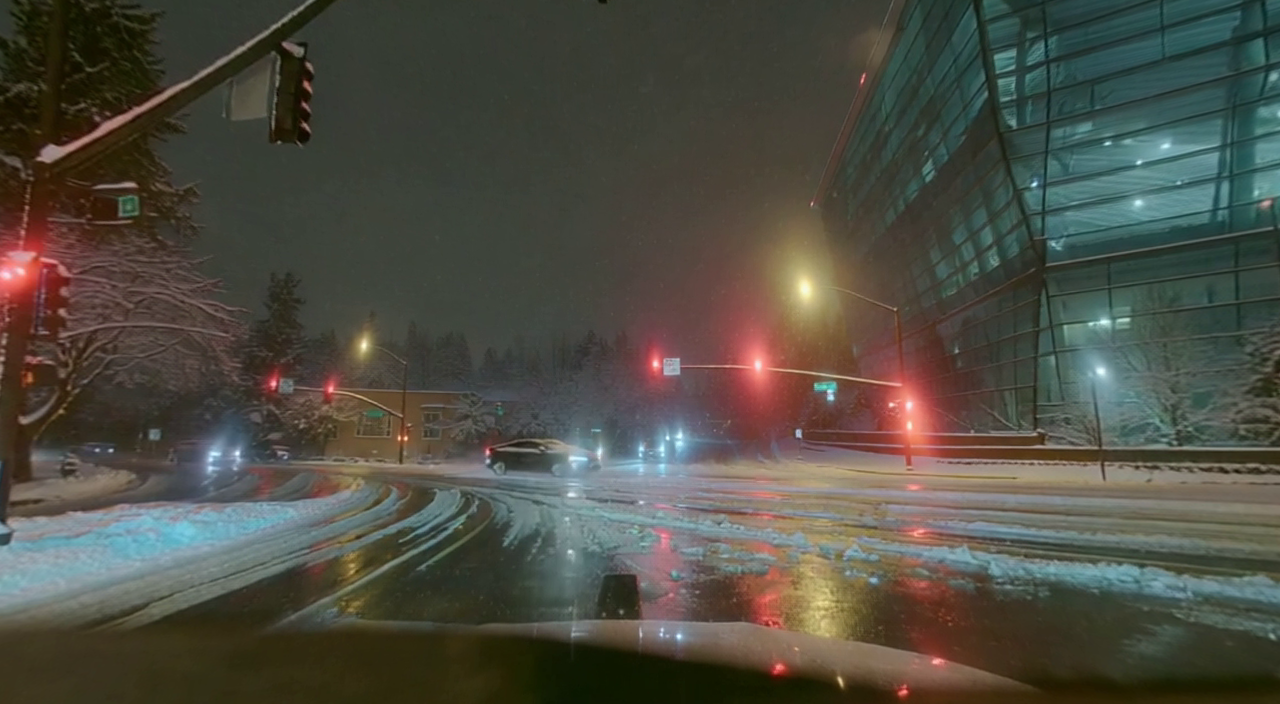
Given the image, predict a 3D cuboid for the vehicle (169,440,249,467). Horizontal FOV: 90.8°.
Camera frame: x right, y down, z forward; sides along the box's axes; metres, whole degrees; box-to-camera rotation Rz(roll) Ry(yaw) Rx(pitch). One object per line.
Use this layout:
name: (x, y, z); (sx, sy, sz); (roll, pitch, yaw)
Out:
vehicle: (-24.868, 5.849, 36.392); (4.798, 1.461, 1.939); (-6, -10, 32)

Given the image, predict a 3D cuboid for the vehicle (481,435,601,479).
vehicle: (-4.035, 4.200, 25.417); (4.698, 1.609, 1.975); (-6, -10, 35)
